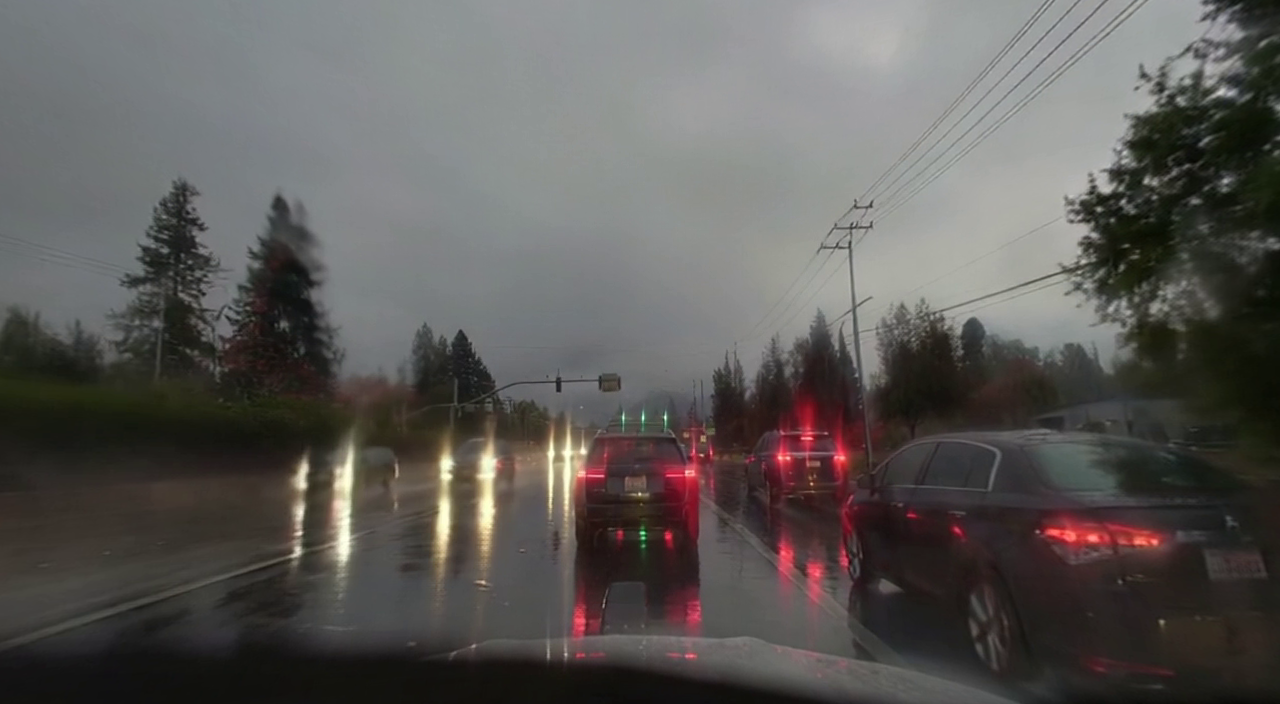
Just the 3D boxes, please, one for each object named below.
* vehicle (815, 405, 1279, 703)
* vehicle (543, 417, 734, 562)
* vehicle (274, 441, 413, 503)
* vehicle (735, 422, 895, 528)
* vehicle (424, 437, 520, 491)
[{"bbox_3d":[2.876,1.267,4.622,1.950,1.487,4.275,0,-8,0],"label":"vehicle"},{"bbox_3d":[-0.005,1.894,9.408,2.200,1.653,4.127,0,-8,0],"label":"vehicle"},{"bbox_3d":[-9.874,4.005,21.566,2.230,1.831,4.941,-1,-8,1],"label":"vehicle"},{"bbox_3d":[3.158,2.306,12.329,1.914,1.698,4.049,0,-8,0],"label":"vehicle"},{"bbox_3d":[-6.312,4.264,24.391,2.328,1.861,4.891,0,-8,1],"label":"vehicle"}]
